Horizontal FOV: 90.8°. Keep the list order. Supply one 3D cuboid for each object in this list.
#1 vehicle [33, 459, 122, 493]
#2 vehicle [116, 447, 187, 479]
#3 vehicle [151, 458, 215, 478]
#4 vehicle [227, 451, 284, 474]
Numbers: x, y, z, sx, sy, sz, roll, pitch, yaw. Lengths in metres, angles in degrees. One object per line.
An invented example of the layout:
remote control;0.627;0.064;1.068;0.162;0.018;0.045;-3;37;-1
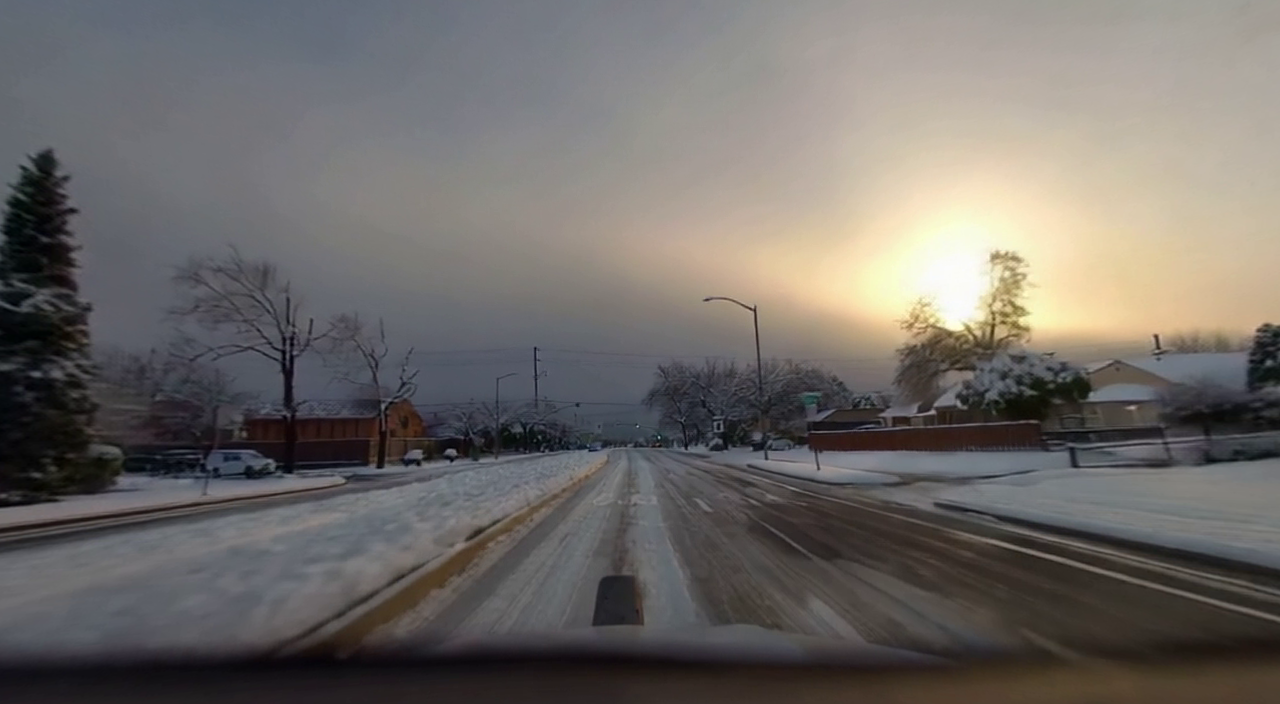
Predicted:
vehicle;-28.014;6.130;31.450;4.634;1.513;1.841;-6;-10;30
vehicle;-38.362;8.702;49.776;1.950;2.284;4.544;0;-8;-2
vehicle;-35.625;9.006;49.361;1.783;1.440;4.423;0;-9;-2
vehicle;-29.972;8.597;49.440;1.914;1.709;4.579;1;-9;-5
